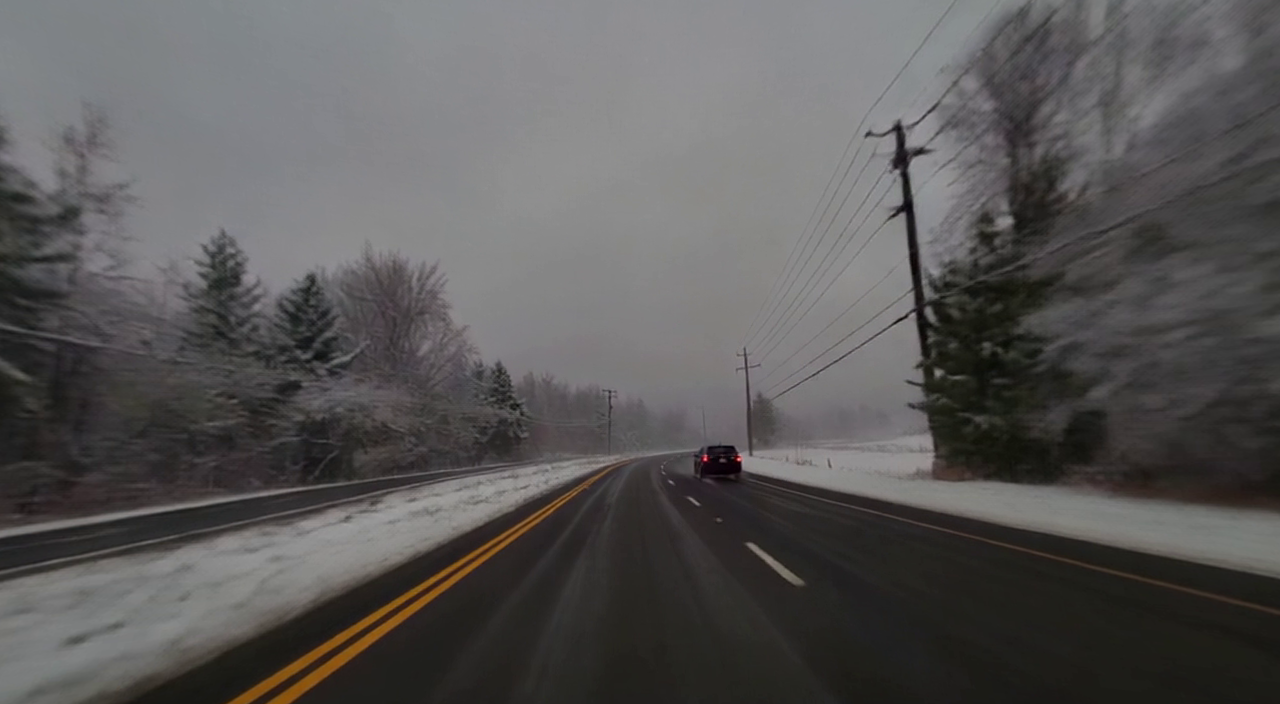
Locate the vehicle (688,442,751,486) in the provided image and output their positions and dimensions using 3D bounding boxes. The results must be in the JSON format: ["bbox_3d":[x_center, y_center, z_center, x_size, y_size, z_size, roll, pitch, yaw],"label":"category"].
[{"bbox_3d":[3.324,4.770,27.206,2.135,1.692,4.185,0,-9,0],"label":"vehicle"}]
